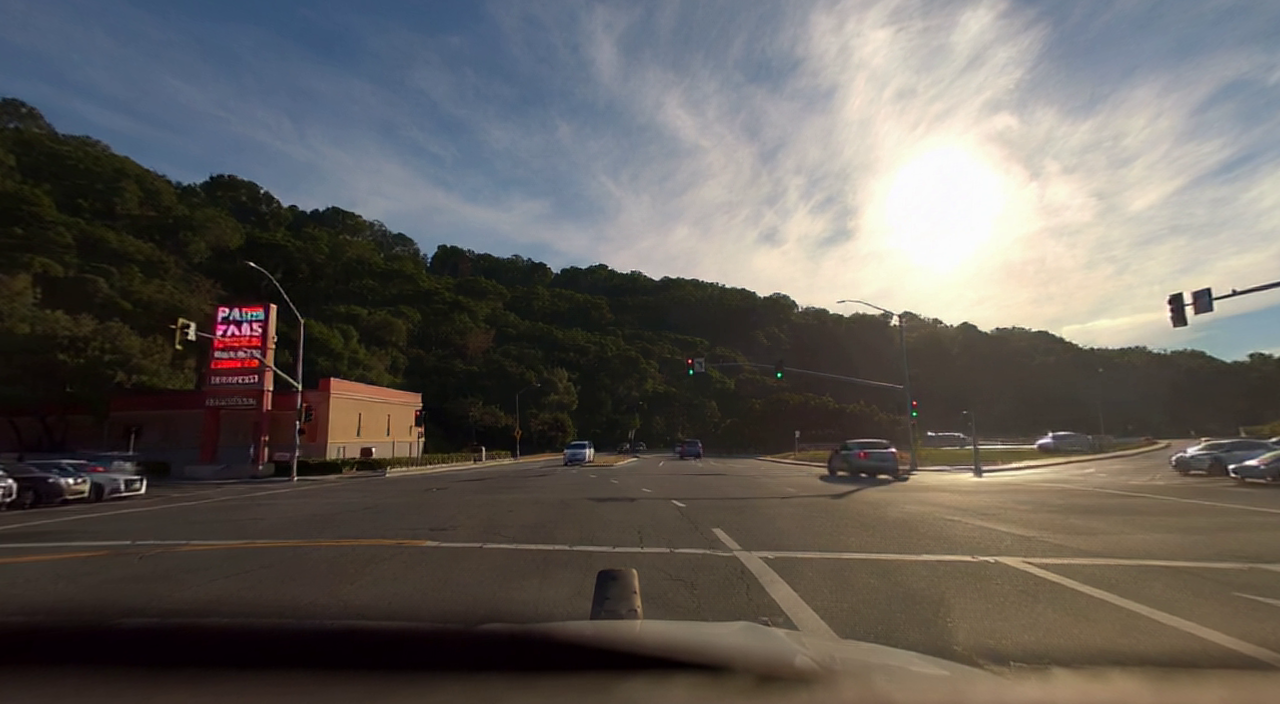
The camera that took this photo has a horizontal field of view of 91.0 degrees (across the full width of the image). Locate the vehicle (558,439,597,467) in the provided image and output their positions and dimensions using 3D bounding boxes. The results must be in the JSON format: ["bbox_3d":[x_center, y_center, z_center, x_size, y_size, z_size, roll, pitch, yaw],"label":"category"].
[{"bbox_3d":[-4.502,7.372,46.003,2.238,1.883,4.503,0,-9,2],"label":"vehicle"}]

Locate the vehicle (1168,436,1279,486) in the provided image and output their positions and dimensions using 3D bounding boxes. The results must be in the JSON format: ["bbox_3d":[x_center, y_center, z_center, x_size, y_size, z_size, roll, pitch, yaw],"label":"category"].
[{"bbox_3d":[25.035,4.467,26.059,4.546,1.944,2.051,1,-9,-5],"label":"vehicle"}]

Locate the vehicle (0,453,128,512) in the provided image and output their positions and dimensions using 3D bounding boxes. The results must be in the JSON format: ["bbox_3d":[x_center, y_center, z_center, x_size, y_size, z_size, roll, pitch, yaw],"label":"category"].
[{"bbox_3d":[-19.798,4.190,20.470,4.440,1.748,2.033,0,-9,1],"label":"vehicle"}]

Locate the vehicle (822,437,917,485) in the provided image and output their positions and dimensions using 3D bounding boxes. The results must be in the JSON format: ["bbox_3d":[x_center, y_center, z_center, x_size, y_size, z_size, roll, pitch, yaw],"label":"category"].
[{"bbox_3d":[9.659,4.616,26.944,2.273,1.839,4.218,0,-9,-3],"label":"vehicle"}]
